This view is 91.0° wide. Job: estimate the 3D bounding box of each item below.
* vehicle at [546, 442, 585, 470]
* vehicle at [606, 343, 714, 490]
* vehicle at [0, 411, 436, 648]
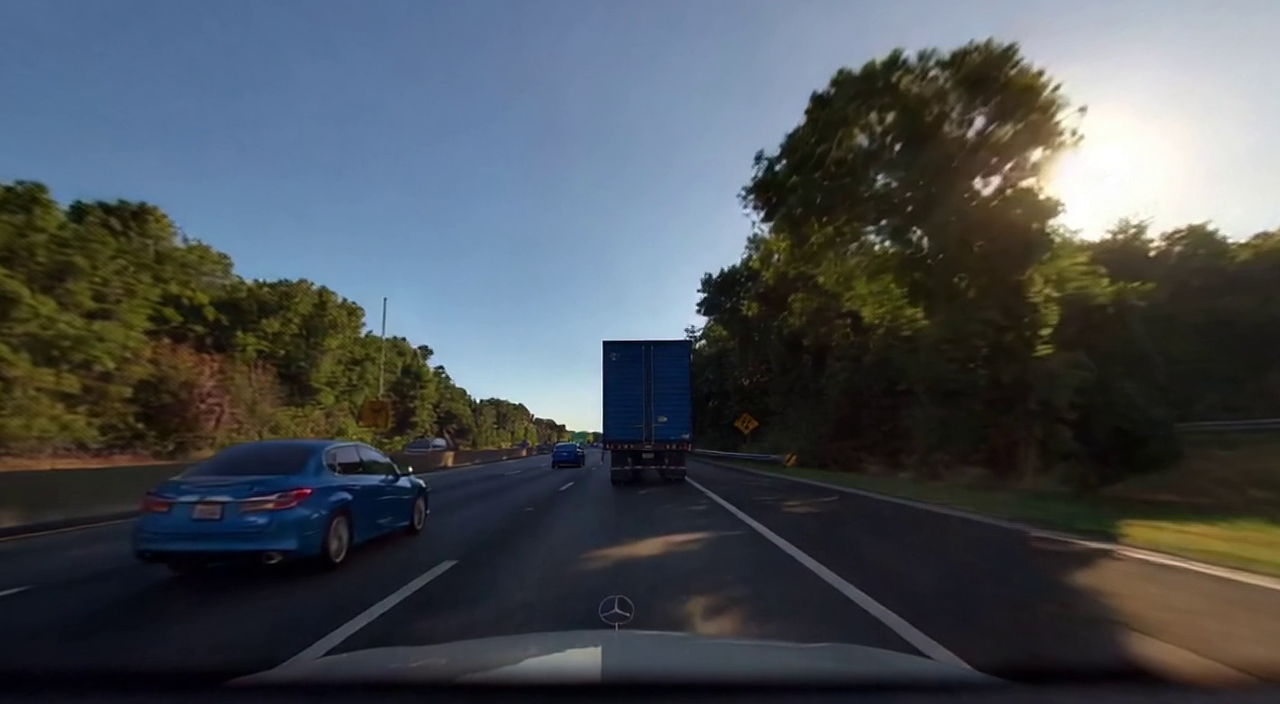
[{"bbox_3d":[-4.374,6.163,37.583,1.854,1.530,4.268,0,-8,0],"label":"vehicle"},{"bbox_3d":[0.543,2.569,23.370,3.073,4.196,10.546,0,-8,0],"label":"vehicle"},{"bbox_3d":[-4.071,1.544,6.712,2.116,1.571,4.849,0,-8,1],"label":"vehicle"}]
